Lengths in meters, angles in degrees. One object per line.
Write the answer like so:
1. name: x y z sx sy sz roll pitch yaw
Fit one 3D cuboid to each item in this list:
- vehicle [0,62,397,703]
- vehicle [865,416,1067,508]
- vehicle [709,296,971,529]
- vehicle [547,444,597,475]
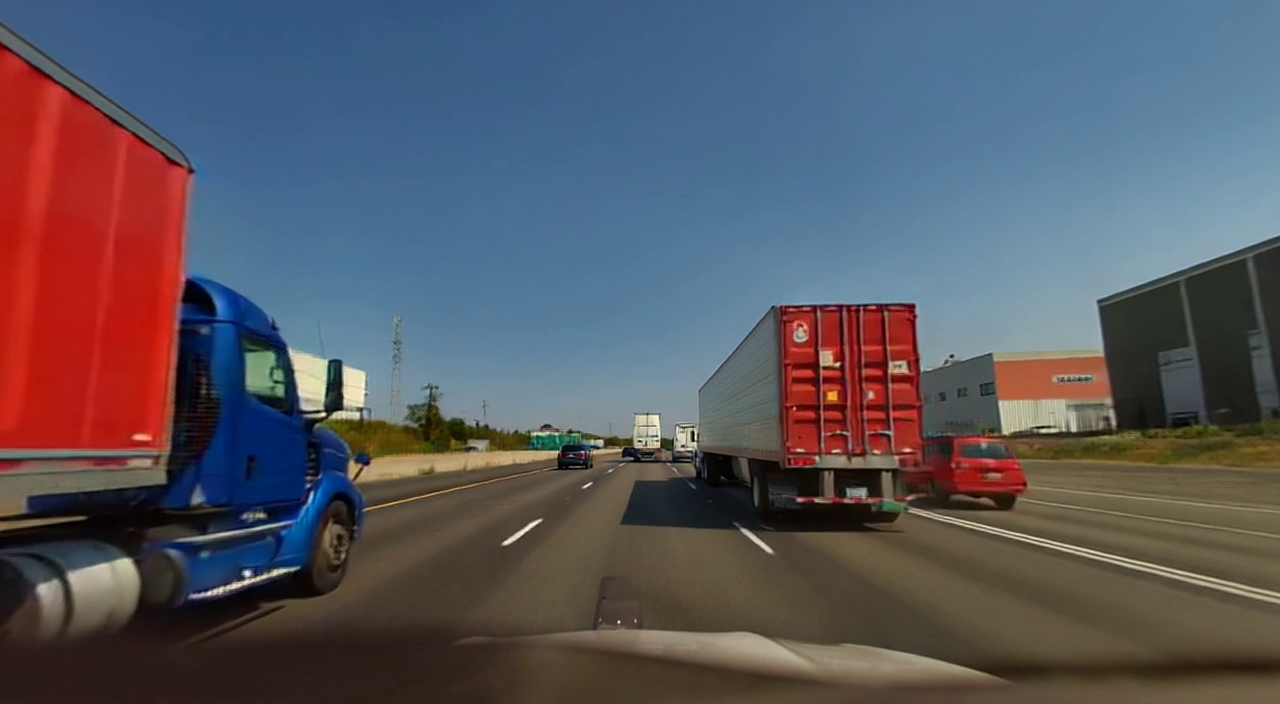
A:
1. vehicle: -3.783 0.406 3.078 2.557 2.855 6.674 0 -9 0
2. vehicle: 7.977 2.776 16.415 2.216 1.918 5.742 1 -9 0
3. vehicle: 4.092 1.970 17.439 2.951 3.974 13.340 -1 -8 1
4. vehicle: -3.430 5.493 32.636 2.024 1.472 4.014 -1 -8 1
